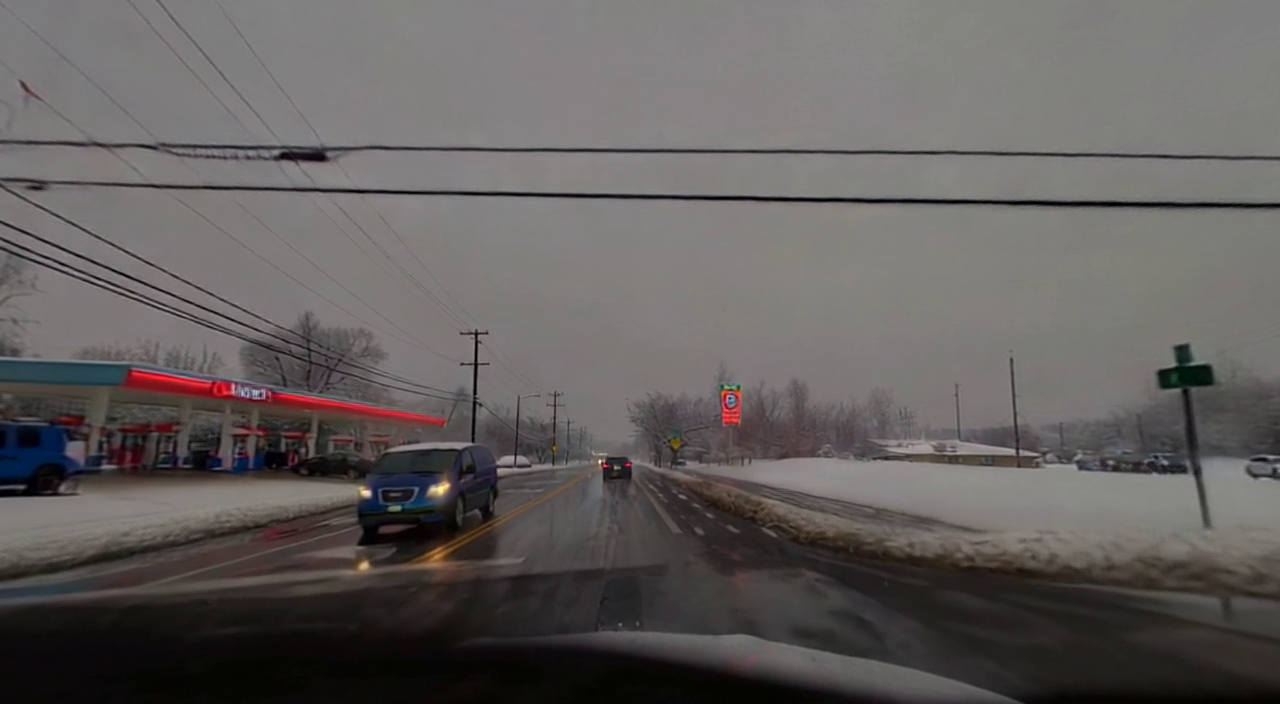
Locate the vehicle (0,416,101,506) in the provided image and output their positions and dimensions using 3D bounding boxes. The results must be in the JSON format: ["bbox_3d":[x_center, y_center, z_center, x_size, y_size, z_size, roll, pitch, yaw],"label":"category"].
[{"bbox_3d":[-18.005,2.967,17.256,2.499,2.309,4.613,0,-9,-3],"label":"vehicle"}]

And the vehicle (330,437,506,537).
[{"bbox_3d":[-4.670,2.910,14.314,2.274,1.844,4.843,0,-9,-1],"label":"vehicle"}]

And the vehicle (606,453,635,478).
[{"bbox_3d":[-1.446,8.287,46.258,2.000,1.663,4.271,0,-9,-3],"label":"vehicle"}]

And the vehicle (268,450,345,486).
[{"bbox_3d":[-17.992,6.233,34.373,1.890,1.761,4.578,0,-9,-3],"label":"vehicle"}]
